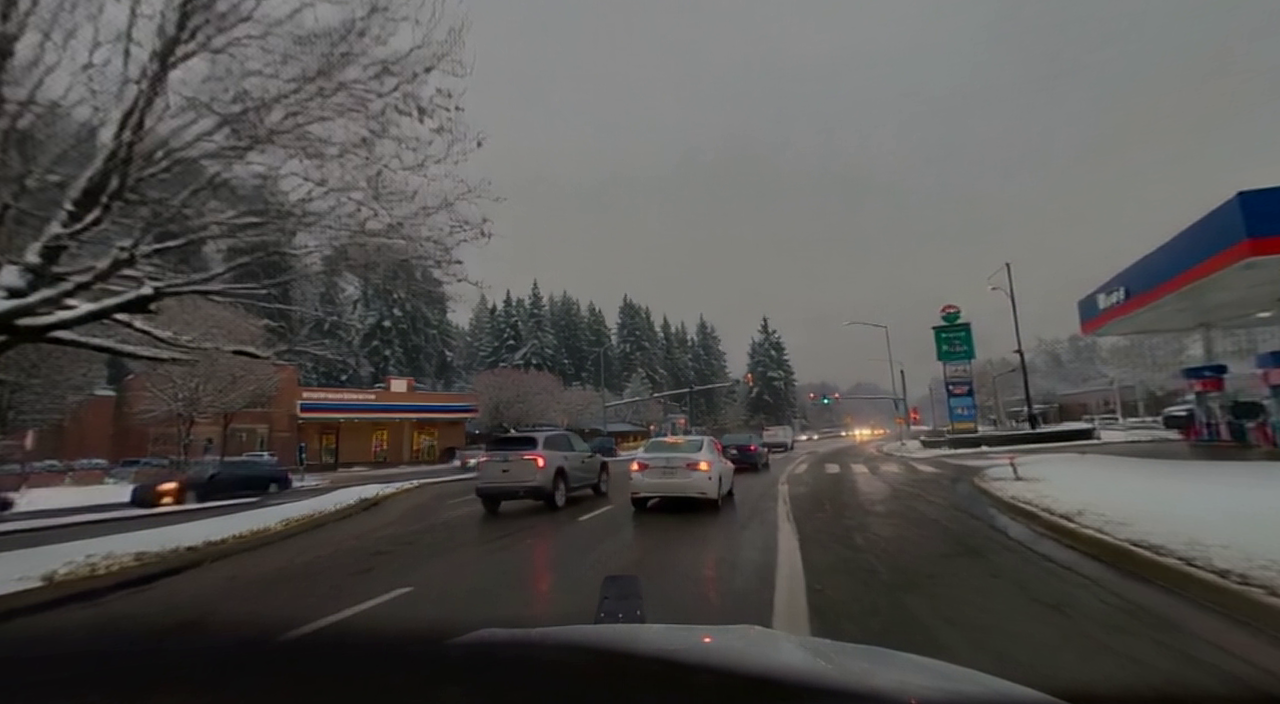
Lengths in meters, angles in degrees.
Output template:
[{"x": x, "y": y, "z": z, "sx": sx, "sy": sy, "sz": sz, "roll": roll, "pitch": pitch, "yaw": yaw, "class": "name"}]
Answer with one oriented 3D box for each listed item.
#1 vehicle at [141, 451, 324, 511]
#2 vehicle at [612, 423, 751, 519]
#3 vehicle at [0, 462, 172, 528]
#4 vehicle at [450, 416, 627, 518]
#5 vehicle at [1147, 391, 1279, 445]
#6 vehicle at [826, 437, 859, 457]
[{"x": -12.091, "y": 3.797, "z": 19.155, "sx": 1.863, "sy": 1.516, "sz": 4.587, "roll": -2, "pitch": -8, "yaw": 13, "class": "vehicle"}, {"x": 1.012, "y": 2.287, "z": 12.650, "sx": 2.060, "sy": 1.580, "sz": 3.980, "roll": -2, "pitch": -8, "yaw": 14, "class": "vehicle"}, {"x": -16.386, "y": 3.961, "z": 17.970, "sx": 2.013, "sy": 1.463, "sz": 4.496, "roll": -2, "pitch": -8, "yaw": 13, "class": "vehicle"}, {"x": -1.909, "y": 2.395, "z": 13.654, "sx": 2.102, "sy": 1.774, "sz": 4.662, "roll": -2, "pitch": -8, "yaw": 14, "class": "vehicle"}, {"x": 25.796, "y": 3.060, "z": 28.126, "sx": 2.322, "sy": 2.152, "sz": 5.668, "roll": -3, "pitch": -9, "yaw": 11, "class": "vehicle"}, {"x": 15.951, "y": 7.493, "z": 49.737, "sx": 1.916, "sy": 1.462, "sz": 4.487, "roll": -2, "pitch": -8, "yaw": 12, "class": "vehicle"}]
